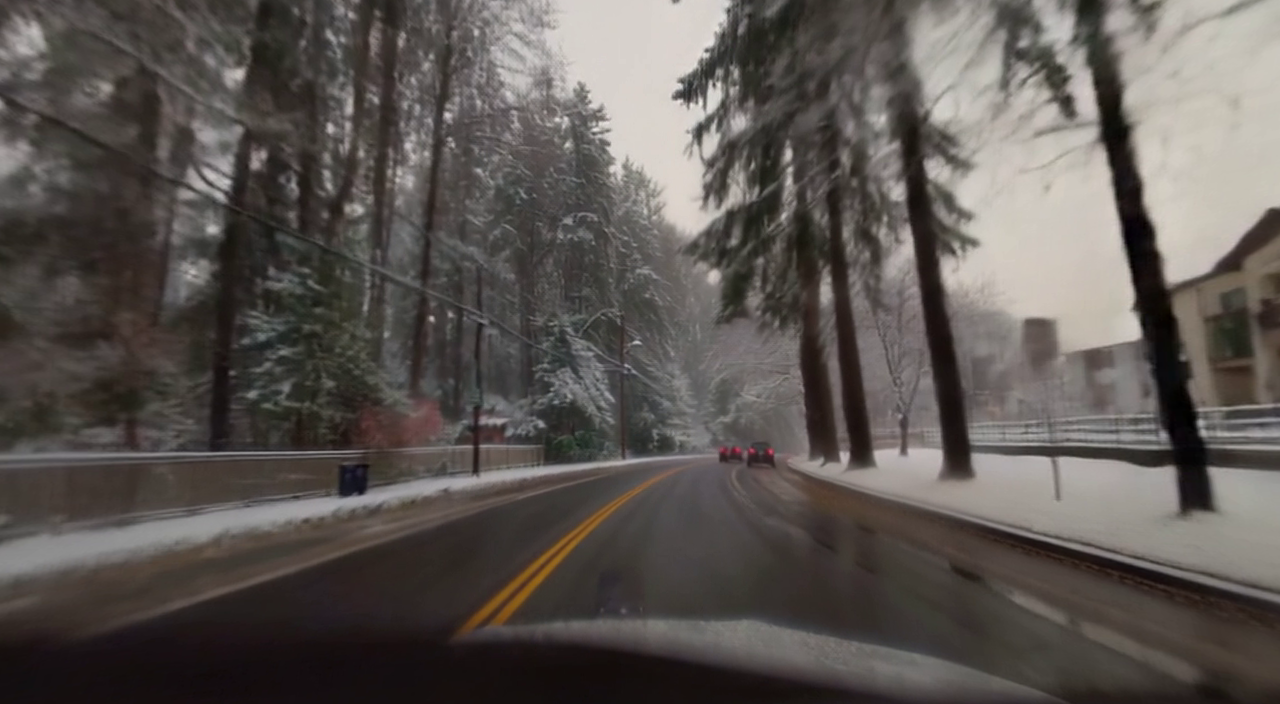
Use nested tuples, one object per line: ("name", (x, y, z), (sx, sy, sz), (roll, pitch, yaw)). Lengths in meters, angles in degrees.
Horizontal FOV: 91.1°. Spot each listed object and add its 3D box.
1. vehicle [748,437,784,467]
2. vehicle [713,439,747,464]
("vehicle", (7.967, 6.318, 39.759), (2.069, 1.791, 4.422), (-2, -9, 10))
("vehicle", (7.068, 7.746, 48.934), (2.158, 1.852, 4.485), (-2, -9, 13))
